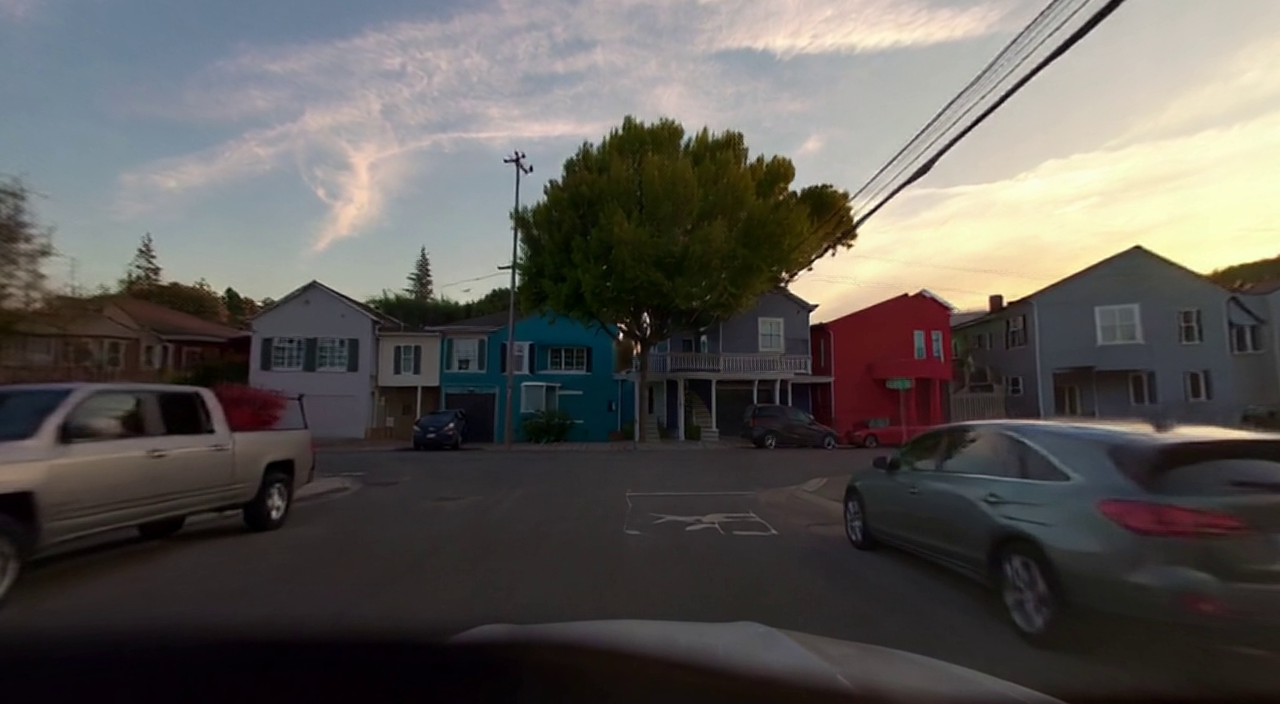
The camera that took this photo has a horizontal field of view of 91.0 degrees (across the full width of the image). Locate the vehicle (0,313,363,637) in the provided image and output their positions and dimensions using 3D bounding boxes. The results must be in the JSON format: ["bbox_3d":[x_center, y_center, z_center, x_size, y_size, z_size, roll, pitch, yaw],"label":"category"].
[{"bbox_3d":[-5.461,1.109,6.458,2.480,2.084,6.353,0,-8,-2],"label":"vehicle"}]

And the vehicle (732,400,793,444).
[{"bbox_3d":[5.723,3.314,30.010,2.081,1.891,4.367,0,-6,1],"label":"vehicle"}]

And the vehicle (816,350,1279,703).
[{"bbox_3d":[3.430,1.217,5.564,2.109,1.811,4.886,1,-8,-3],"label":"vehicle"}]

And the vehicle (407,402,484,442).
[{"bbox_3d":[-9.182,3.402,30.154,2.091,1.760,4.760,0,-8,1],"label":"vehicle"}]
